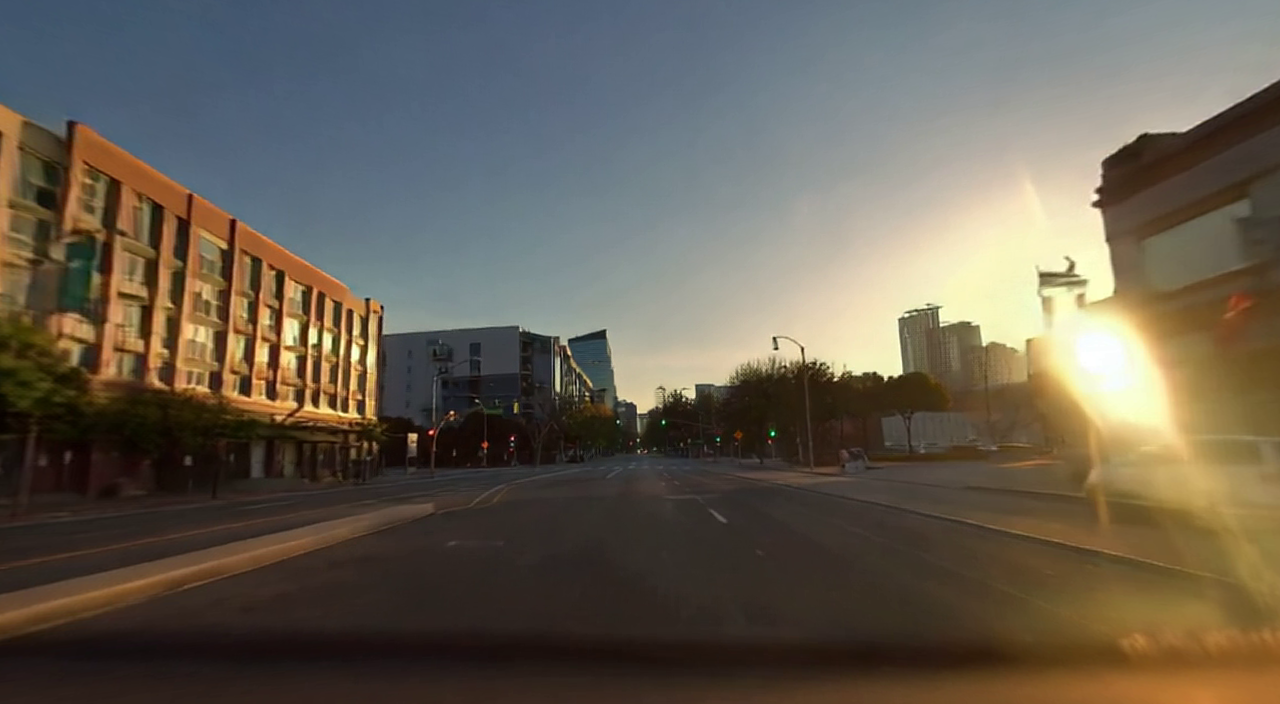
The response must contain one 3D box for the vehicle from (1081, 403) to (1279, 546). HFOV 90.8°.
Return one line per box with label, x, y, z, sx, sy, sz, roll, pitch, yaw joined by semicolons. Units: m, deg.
vehicle;10.021;1.984;10.495;2.101;1.957;4.718;-1;-9;3
